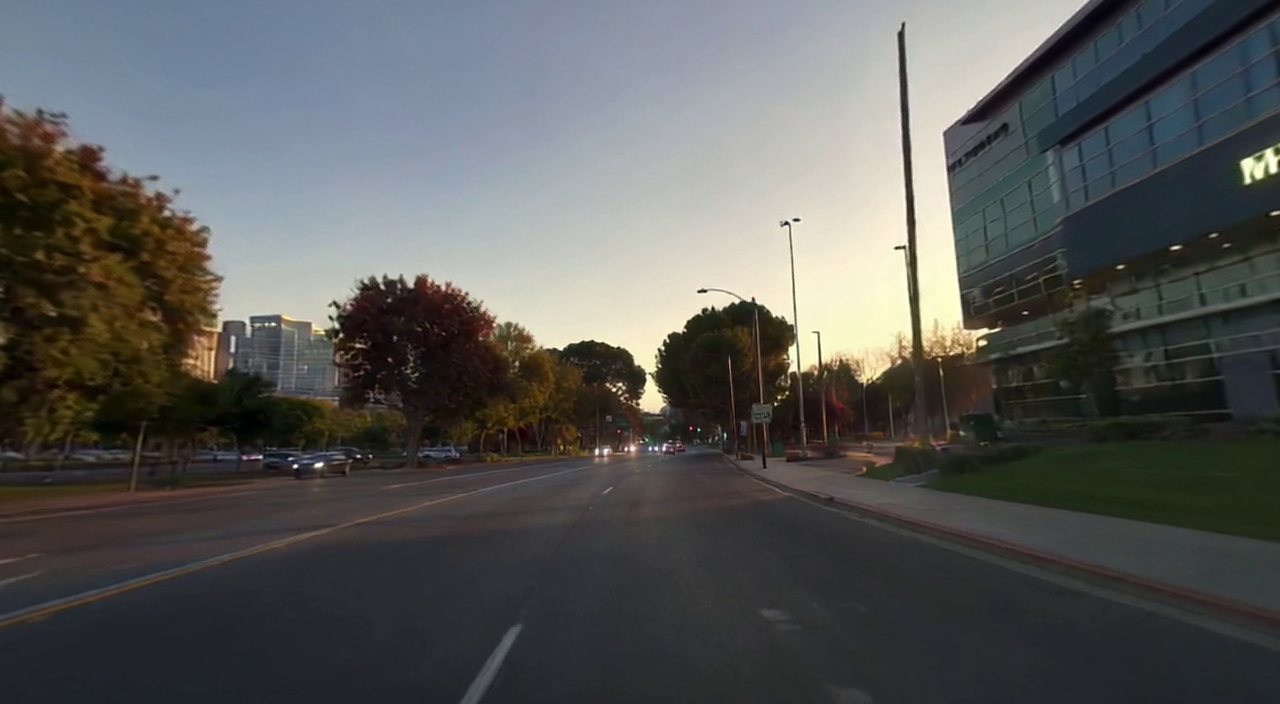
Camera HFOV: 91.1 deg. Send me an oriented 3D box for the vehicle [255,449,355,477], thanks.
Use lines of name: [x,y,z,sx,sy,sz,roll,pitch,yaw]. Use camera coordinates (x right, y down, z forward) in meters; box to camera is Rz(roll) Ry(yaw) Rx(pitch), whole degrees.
vehicle: [-19.712,6.526,37.034,4.783,1.579,2.157,-2,-9,11]
